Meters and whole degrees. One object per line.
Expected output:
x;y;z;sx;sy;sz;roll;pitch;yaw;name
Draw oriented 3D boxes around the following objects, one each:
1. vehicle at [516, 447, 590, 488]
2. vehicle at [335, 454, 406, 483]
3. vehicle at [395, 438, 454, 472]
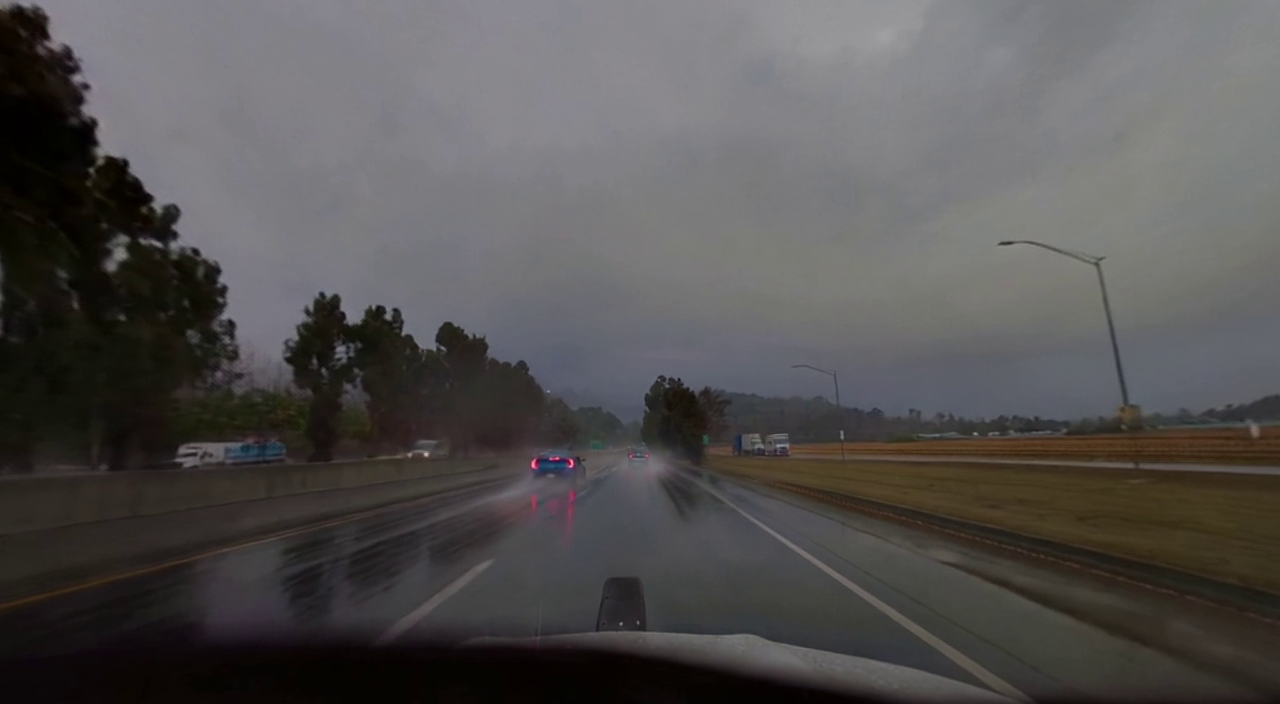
-3.294;4.488;24.914;2.170;1.451;4.584;0;-9;2;vehicle
-14.313;6.198;33.791;1.907;1.417;4.284;0;-9;0;vehicle
-16.850;8.091;49.875;2.222;2.428;6.706;0;-9;0;vehicle
